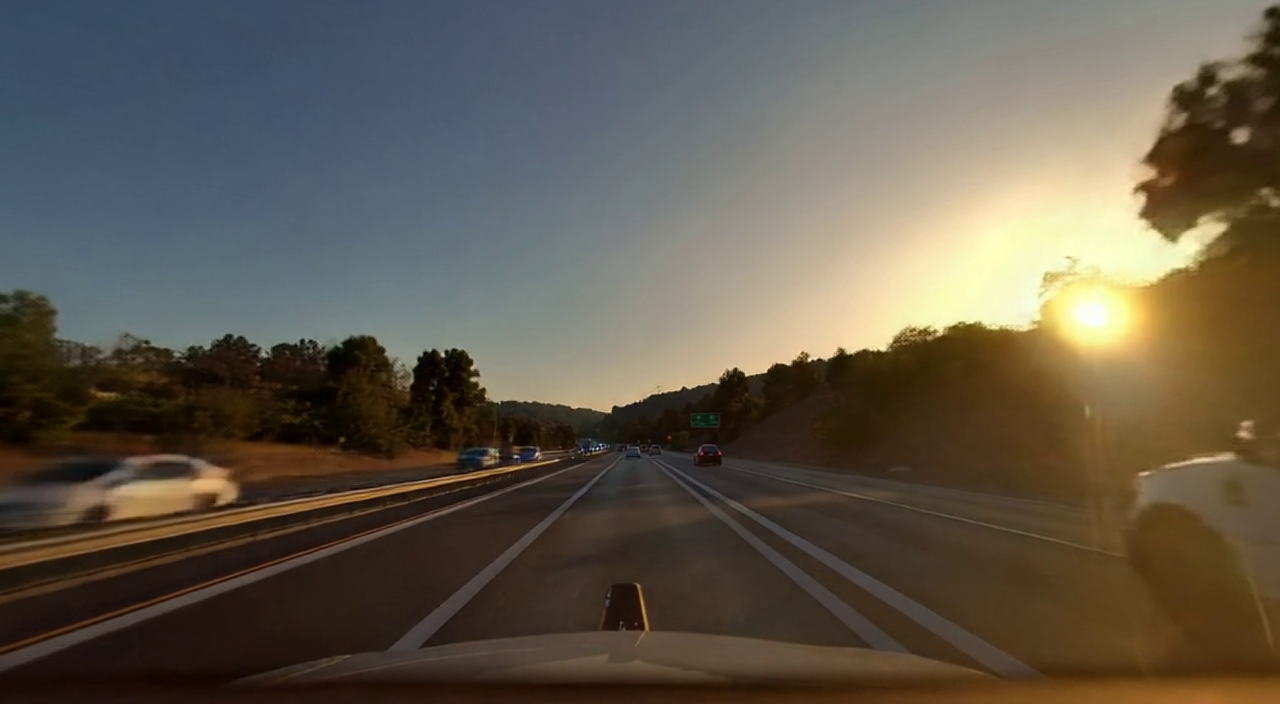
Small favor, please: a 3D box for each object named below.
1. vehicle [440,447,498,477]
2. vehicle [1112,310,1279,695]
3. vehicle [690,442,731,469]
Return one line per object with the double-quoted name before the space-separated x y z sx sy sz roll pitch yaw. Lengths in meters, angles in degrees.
"vehicle" -9.338 6.013 34.529 2.017 1.518 4.337 0 -9 -1
"vehicle" 4.284 0.505 1.539 2.177 1.914 5.245 0 -9 1
"vehicle" 4.128 6.140 37.243 1.917 1.488 3.693 0 -9 -1
